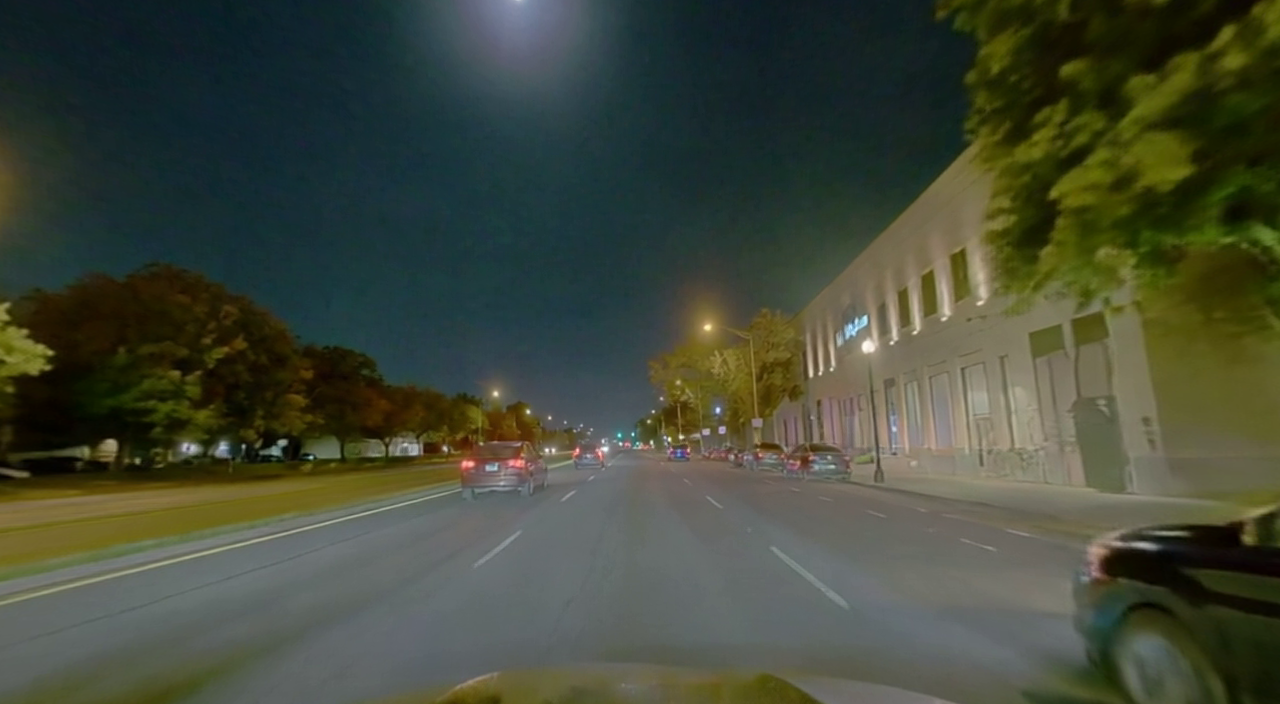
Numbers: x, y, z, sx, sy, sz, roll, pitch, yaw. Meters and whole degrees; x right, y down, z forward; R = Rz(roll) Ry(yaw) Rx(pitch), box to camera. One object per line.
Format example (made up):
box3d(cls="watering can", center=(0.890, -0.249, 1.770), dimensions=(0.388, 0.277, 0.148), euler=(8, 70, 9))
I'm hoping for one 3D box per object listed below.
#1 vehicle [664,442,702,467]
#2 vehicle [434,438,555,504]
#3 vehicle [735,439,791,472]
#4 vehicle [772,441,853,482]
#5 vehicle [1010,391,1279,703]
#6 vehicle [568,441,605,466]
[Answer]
box3d(cls="vehicle", center=(2.649, 6.391, 39.608), dimensions=(1.961, 1.482, 4.538), euler=(0, -9, -1))
box3d(cls="vehicle", center=(-3.579, 3.027, 16.503), dimensions=(2.060, 1.466, 4.387), euler=(0, -9, 1))
box3d(cls="vehicle", center=(6.533, 5.555, 34.018), dimensions=(1.983, 1.618, 4.108), euler=(0, -9, -4))
box3d(cls="vehicle", center=(6.719, 4.309, 25.124), dimensions=(1.896, 1.479, 4.416), euler=(0, -9, -1))
box3d(cls="vehicle", center=(3.376, 0.790, 1.630), dimensions=(2.021, 1.491, 4.563), euler=(0, -9, -1))
box3d(cls="vehicle", center=(-3.704, 7.190, 44.816), dimensions=(2.145, 1.694, 4.642), euler=(0, -9, 1))
